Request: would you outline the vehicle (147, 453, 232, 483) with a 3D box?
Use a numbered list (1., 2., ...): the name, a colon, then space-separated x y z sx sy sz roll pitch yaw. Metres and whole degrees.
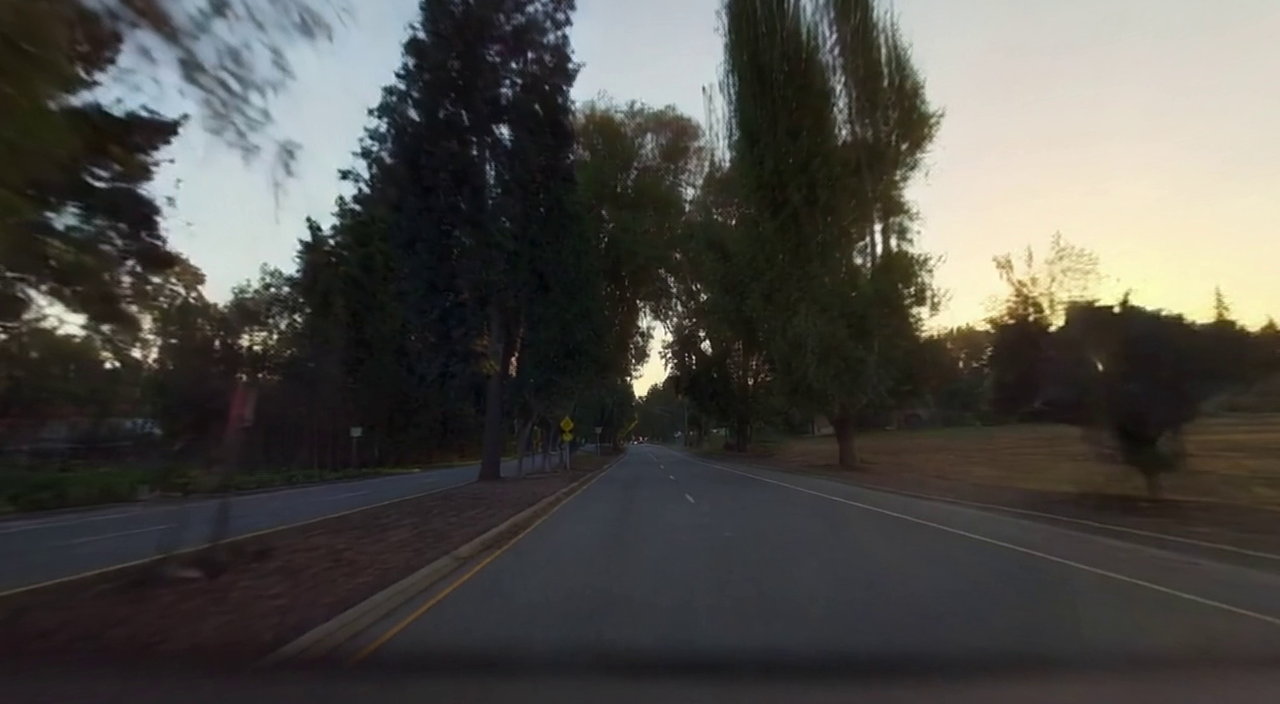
1. vehicle: -26.172 6.710 36.871 1.732 1.405 4.457 -4 -8 0
